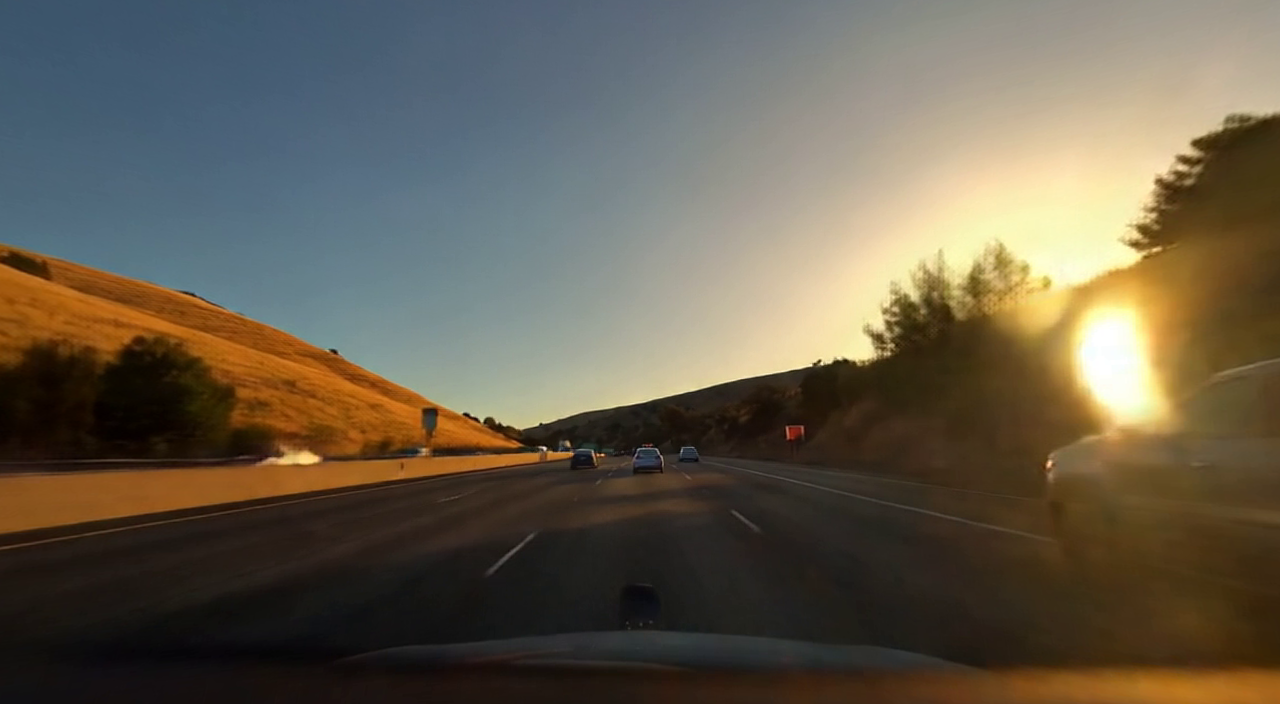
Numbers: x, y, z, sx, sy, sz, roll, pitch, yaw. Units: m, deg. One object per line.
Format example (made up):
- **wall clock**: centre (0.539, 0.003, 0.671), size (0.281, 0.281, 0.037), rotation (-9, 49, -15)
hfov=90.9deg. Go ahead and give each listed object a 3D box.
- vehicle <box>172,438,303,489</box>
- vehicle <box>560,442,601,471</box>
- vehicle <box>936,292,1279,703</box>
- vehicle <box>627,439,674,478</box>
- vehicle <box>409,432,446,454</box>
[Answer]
- **vehicle**: centre (-12.541, 3.476, 19.968), size (1.616, 1.444, 3.746), rotation (0, -8, 1)
- **vehicle**: centre (-3.623, 6.422, 39.089), size (2.076, 1.690, 4.113), rotation (0, -8, 1)
- **vehicle**: centre (4.267, 0.772, 3.191), size (2.700, 1.980, 5.866), rotation (0, -8, 0)
- **vehicle**: centre (0.463, 4.954, 29.723), size (2.086, 1.685, 4.206), rotation (0, -8, 0)
- **vehicle**: centre (-15.928, 6.877, 47.422), size (1.641, 1.382, 3.344), rotation (-3, -12, 0)
